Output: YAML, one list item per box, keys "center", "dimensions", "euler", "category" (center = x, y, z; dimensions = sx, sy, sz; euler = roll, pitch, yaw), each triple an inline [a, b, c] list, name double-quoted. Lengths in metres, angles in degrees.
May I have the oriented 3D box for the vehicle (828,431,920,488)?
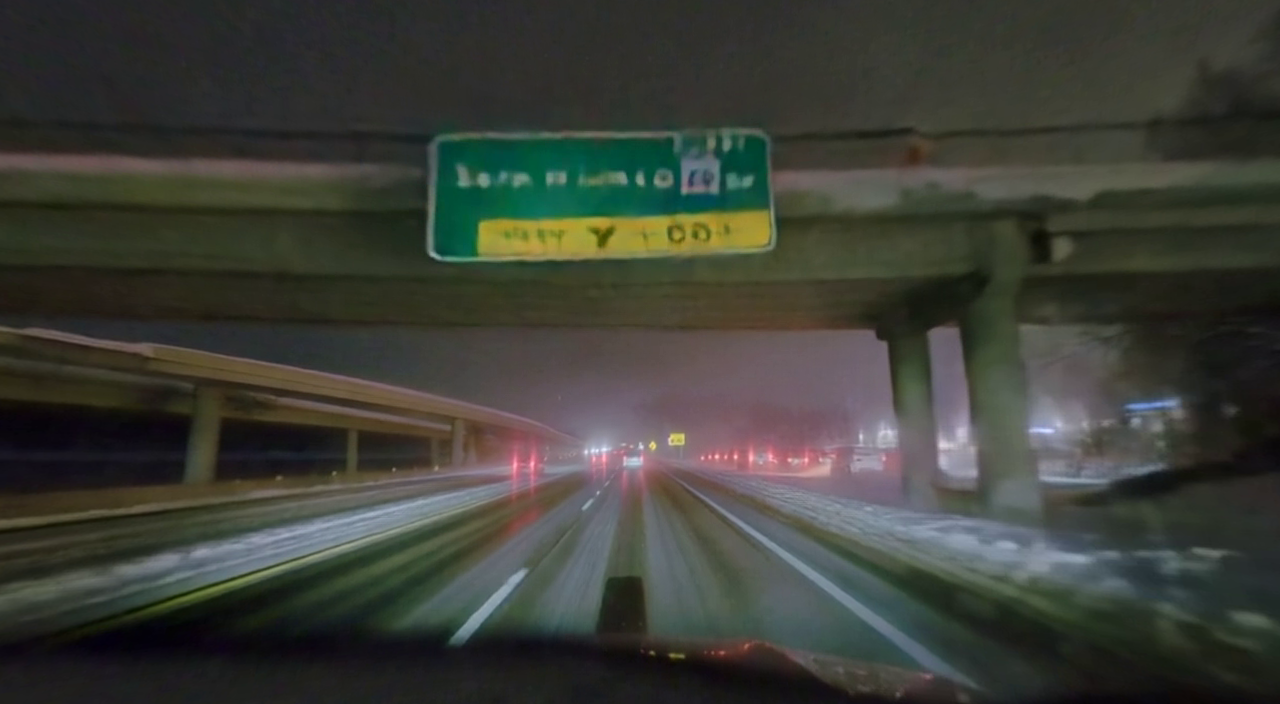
- center: [15.790, 7.316, 43.384]
  dimensions: [2.635, 3.459, 9.104]
  euler: [1, -9, -1]
  category: "vehicle"

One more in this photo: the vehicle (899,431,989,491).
- center: [18.644, 6.673, 39.020]
  dimensions: [2.594, 3.362, 5.549]
  euler: [1, -9, -1]
  category: "vehicle"
